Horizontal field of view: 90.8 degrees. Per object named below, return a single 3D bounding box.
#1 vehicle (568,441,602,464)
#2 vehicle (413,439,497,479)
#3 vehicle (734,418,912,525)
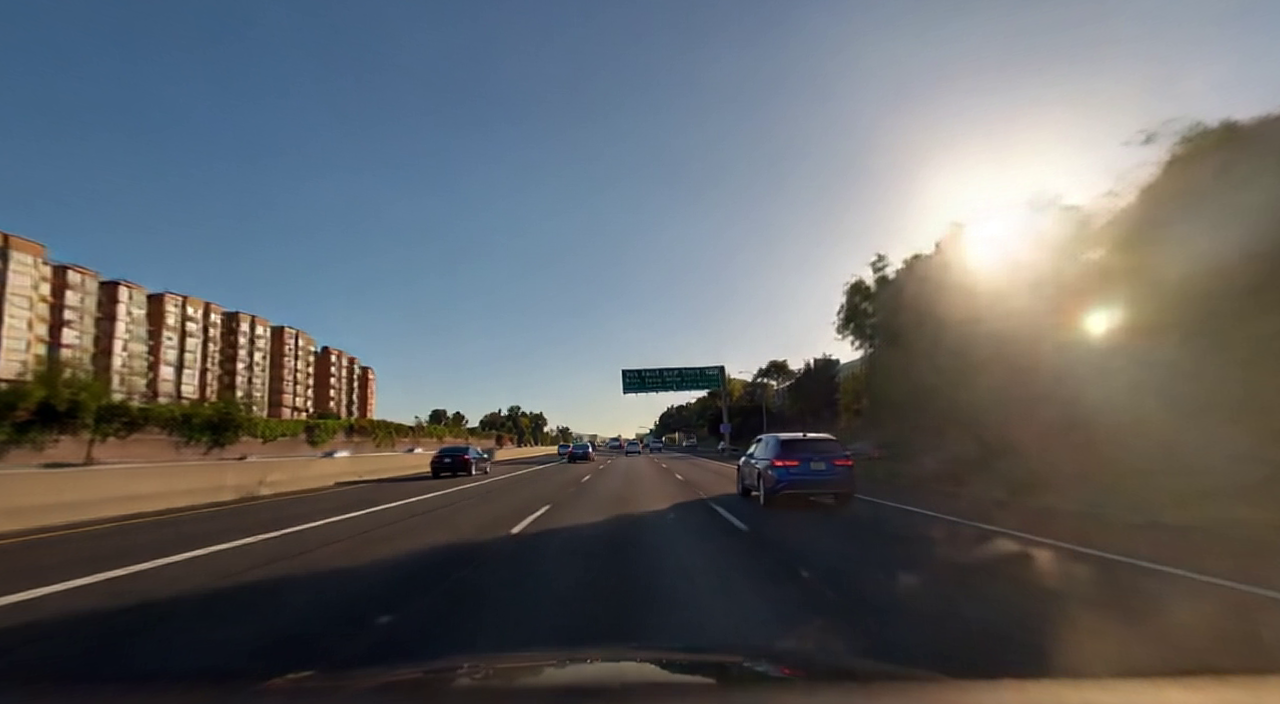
[{"bbox_3d":[-3.713,6.855,43.197,2.002,1.466,4.378,0,-9,0],"label":"vehicle"},{"bbox_3d":[-7.478,4.358,26.052,2.021,1.496,4.495,0,-9,1],"label":"vehicle"},{"bbox_3d":[3.265,2.239,12.329,2.080,1.694,4.286,0,-9,-1],"label":"vehicle"}]
